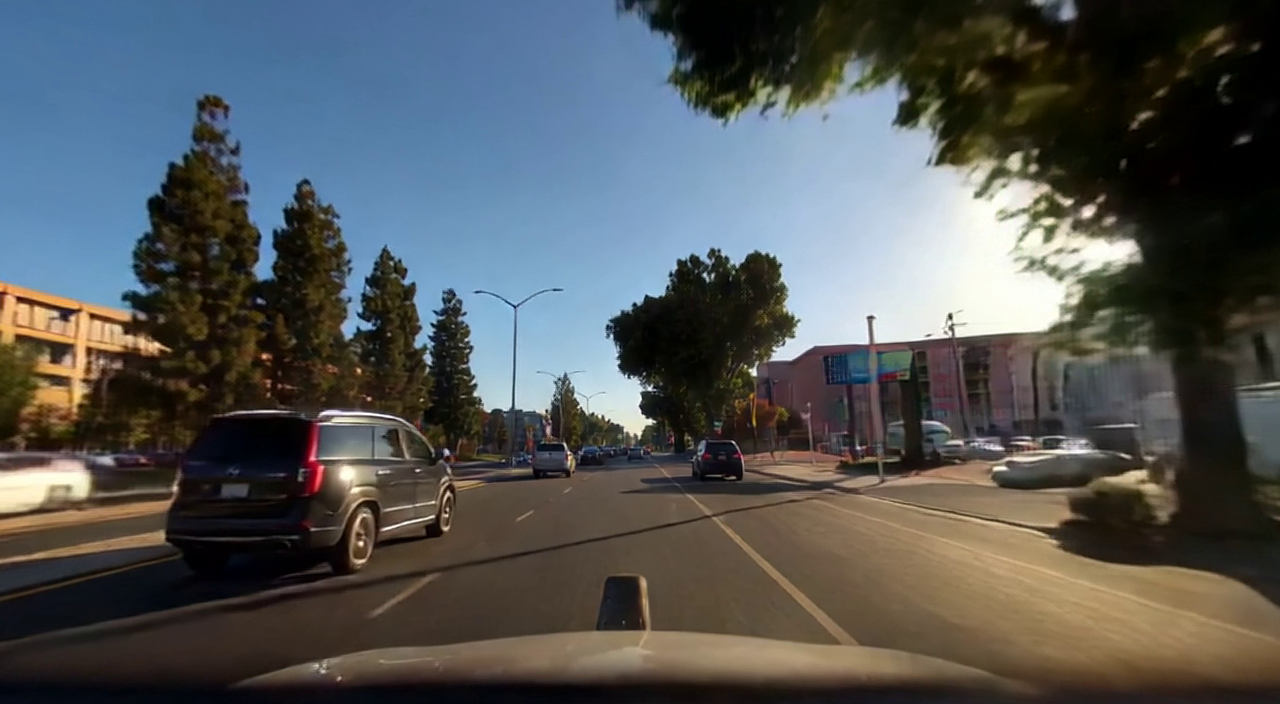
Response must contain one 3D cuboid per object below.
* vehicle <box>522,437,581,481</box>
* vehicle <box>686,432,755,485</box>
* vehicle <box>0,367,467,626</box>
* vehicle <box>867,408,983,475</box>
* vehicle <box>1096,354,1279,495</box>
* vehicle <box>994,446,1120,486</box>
[{"bbox_3d":[-3.829,4.723,27.927,2.014,1.775,4.404,0,-9,0],"label":"vehicle"},{"bbox_3d":[3.082,4.193,24.950,2.024,1.921,4.431,0,-9,-2],"label":"vehicle"},{"bbox_3d":[-3.769,1.432,7.168,2.210,1.925,4.838,0,-9,0],"label":"vehicle"},{"bbox_3d":[15.704,5.103,35.467,2.642,3.252,8.515,0,-9,1],"label":"vehicle"},{"bbox_3d":[15.758,1.988,15.791,2.919,3.125,7.218,2,-11,-1],"label":"vehicle"},{"bbox_3d":[16.669,4.502,25.069,4.701,1.470,1.985,4,-10,-27],"label":"vehicle"}]
